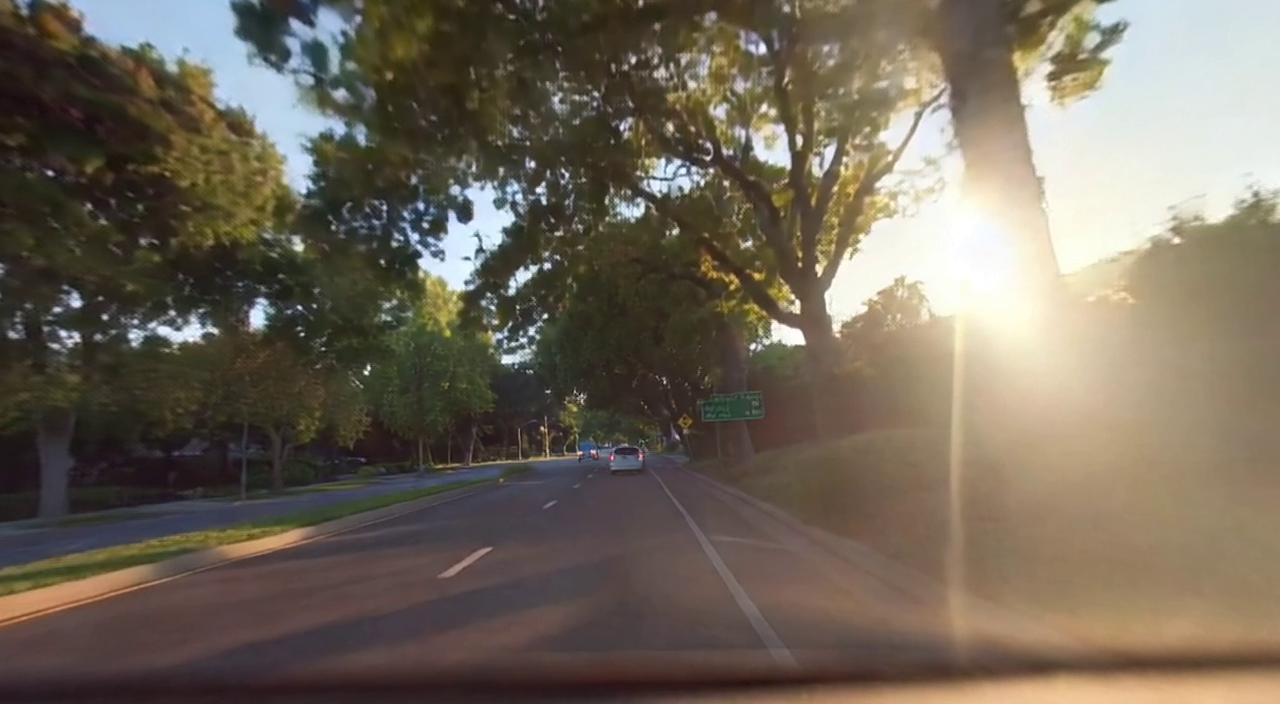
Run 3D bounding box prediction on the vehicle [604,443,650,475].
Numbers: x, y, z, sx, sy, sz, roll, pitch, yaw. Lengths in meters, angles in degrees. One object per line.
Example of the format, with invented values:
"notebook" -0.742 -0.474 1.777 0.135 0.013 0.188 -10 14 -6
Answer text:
"vehicle" -0.585 5.308 31.529 2.111 1.466 4.223 -1 -8 2
